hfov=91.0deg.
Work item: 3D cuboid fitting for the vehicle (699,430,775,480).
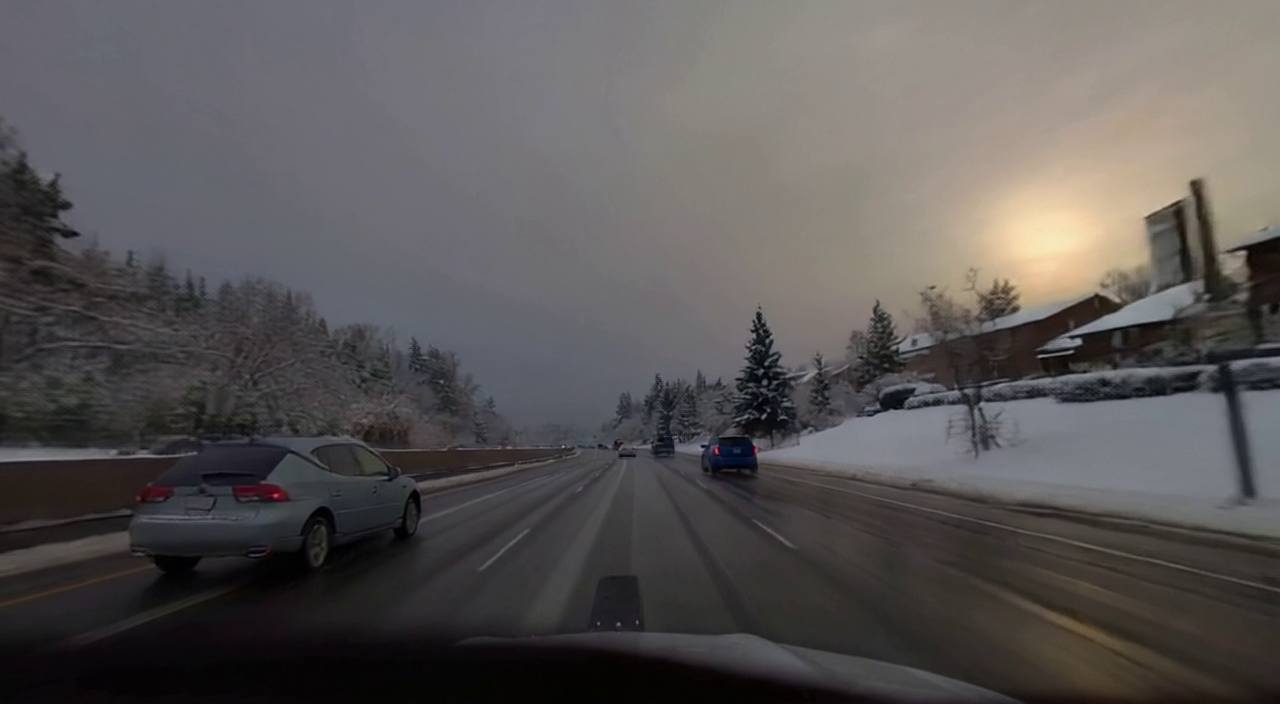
[{"bbox_3d":[3.539,3.844,23.791,2.092,1.686,4.188,0,-8,-2],"label":"vehicle"}]

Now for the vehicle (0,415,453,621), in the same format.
[{"bbox_3d":[-3.775,1.577,7.001,2.036,1.528,4.400,0,-8,0],"label":"vehicle"}]
